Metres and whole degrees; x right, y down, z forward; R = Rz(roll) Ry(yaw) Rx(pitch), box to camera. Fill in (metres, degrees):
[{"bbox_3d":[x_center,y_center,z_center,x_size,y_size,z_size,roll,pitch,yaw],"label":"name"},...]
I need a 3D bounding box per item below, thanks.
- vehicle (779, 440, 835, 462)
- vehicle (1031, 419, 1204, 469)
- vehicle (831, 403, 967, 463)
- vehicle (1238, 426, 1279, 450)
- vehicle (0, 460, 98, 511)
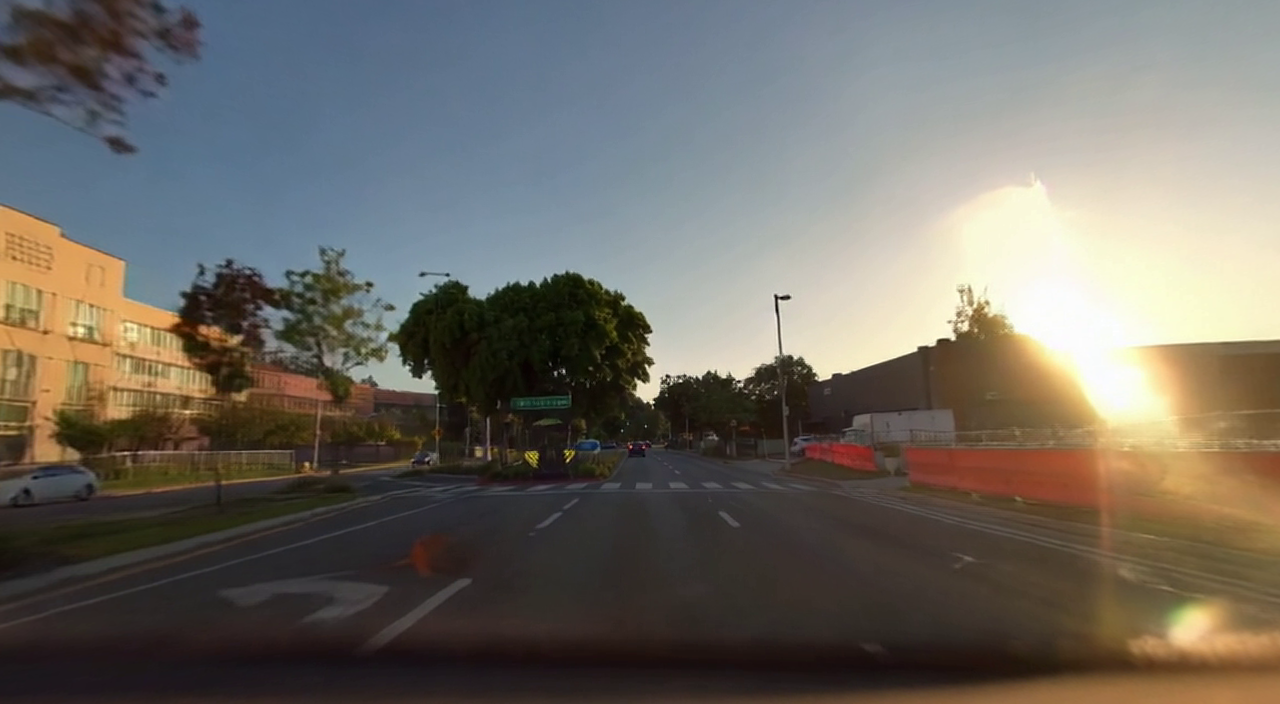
[{"bbox_3d":[12.478,7.406,47.453,1.948,1.466,4.520,-1,-7,-16],"label":"vehicle"},{"bbox_3d":[16.773,3.256,22.308,4.450,1.643,1.996,0,-8,-1],"label":"vehicle"},{"bbox_3d":[15.542,4.935,38.261,6.641,3.391,3.387,0,-9,-4],"label":"vehicle"},{"bbox_3d":[39.197,5.356,39.066,1.757,1.439,3.615,-4,-9,21],"label":"vehicle"},{"bbox_3d":[-23.662,5.021,23.956,1.957,1.672,4.743,0,-8,-1],"label":"vehicle"}]
